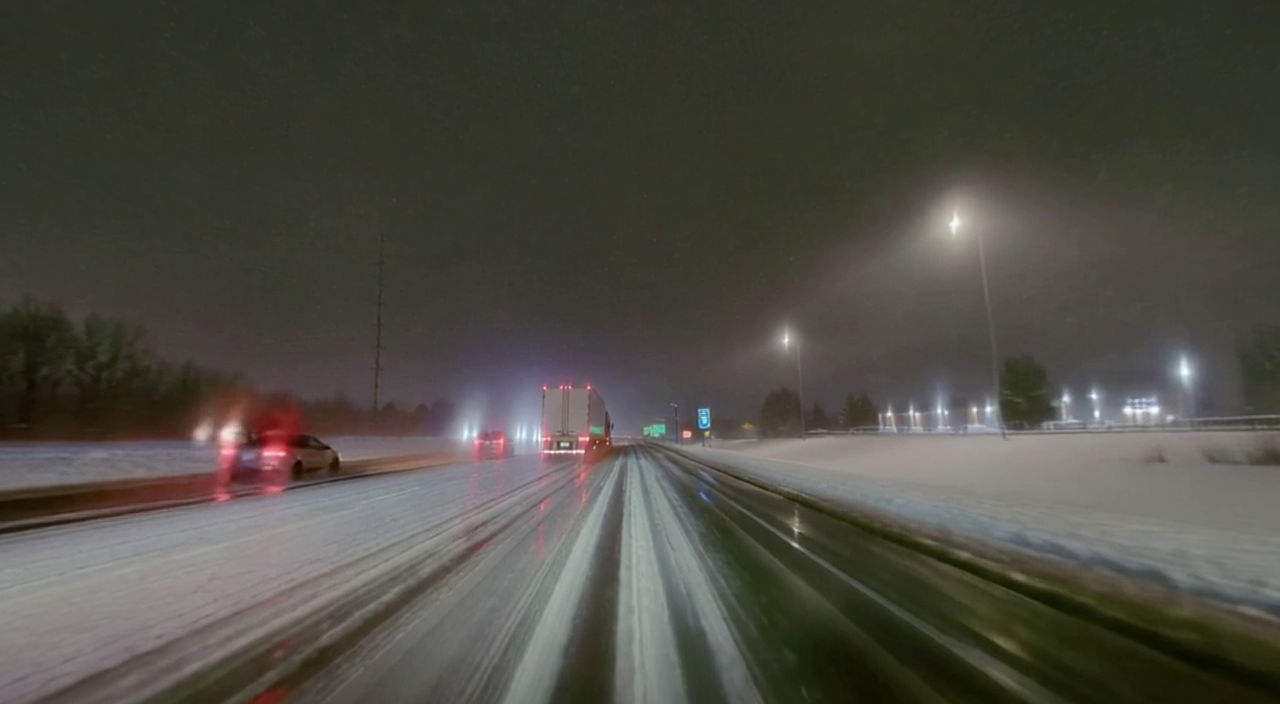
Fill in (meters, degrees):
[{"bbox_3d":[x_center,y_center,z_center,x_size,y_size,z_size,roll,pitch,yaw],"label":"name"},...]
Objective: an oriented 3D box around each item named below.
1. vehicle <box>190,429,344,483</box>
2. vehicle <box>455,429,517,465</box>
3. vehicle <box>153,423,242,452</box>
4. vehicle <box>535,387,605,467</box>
[{"bbox_3d":[-11.292,3.162,19.520,1.959,1.460,4.661,0,-8,0],"label":"vehicle"},{"bbox_3d":[-7.820,4.856,32.383,2.075,1.691,4.431,0,-8,0],"label":"vehicle"},{"bbox_3d":[-23.765,4.623,33.936,1.811,1.470,4.155,0,-8,-1],"label":"vehicle"},{"bbox_3d":[-3.851,4.625,37.812,3.002,3.987,12.477,0,-8,-1],"label":"vehicle"}]
